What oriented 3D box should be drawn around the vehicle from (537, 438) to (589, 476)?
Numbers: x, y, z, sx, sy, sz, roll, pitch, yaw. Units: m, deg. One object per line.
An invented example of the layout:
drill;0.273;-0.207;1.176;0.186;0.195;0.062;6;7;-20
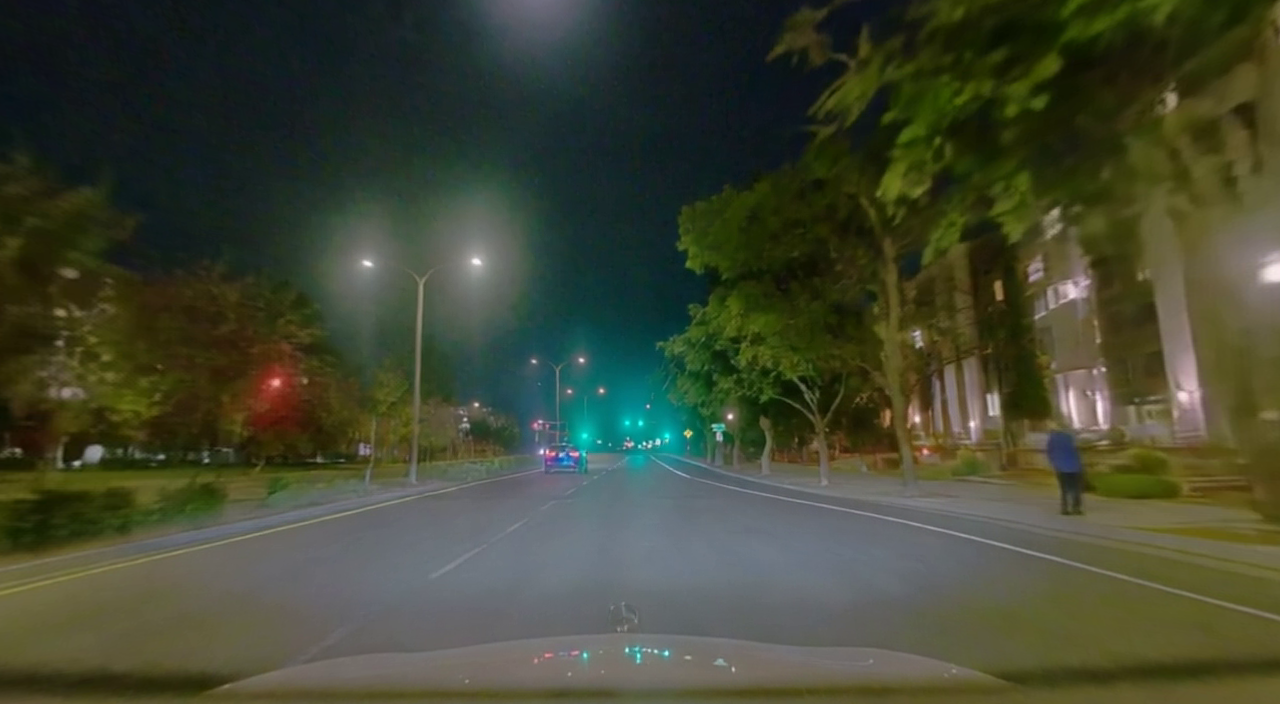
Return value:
vehicle;-3.723;5.148;31.340;1.993;1.733;4.262;0;-8;1
